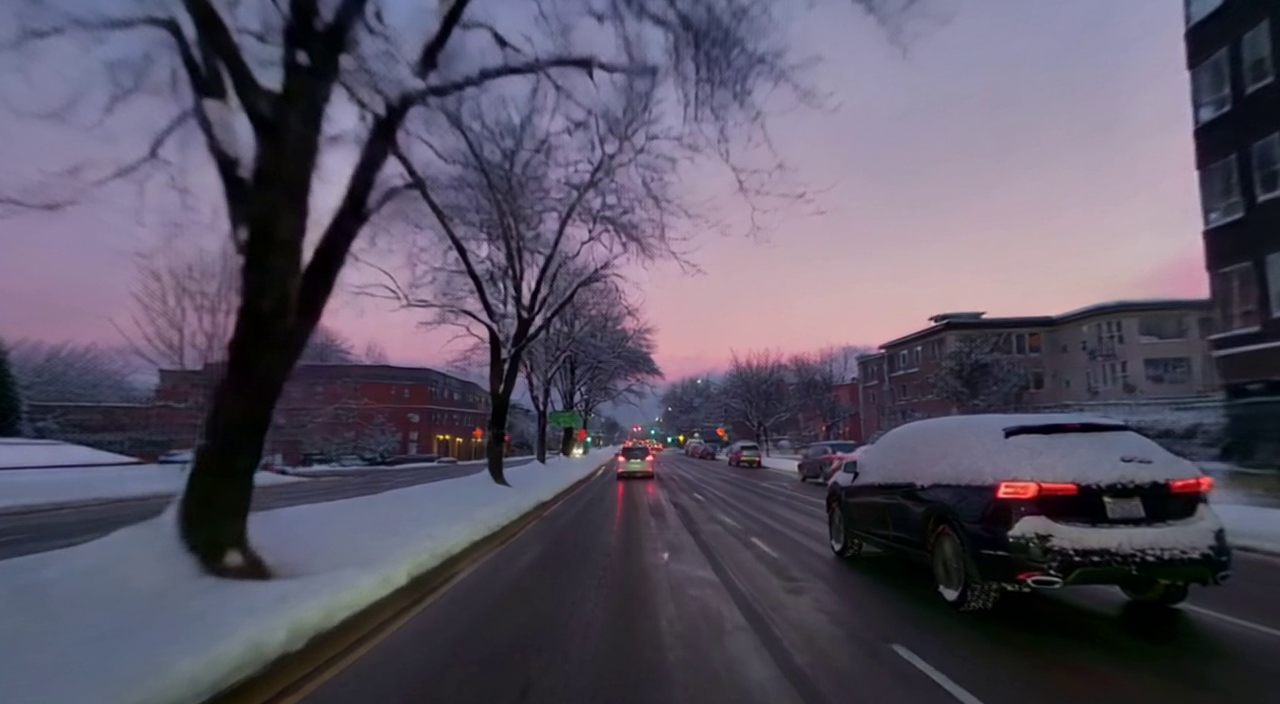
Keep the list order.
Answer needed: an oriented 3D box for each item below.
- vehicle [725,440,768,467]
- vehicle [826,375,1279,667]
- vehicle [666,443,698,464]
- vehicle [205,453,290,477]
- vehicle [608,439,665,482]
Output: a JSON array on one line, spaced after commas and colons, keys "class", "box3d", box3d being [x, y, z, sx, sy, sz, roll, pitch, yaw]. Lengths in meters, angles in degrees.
[{"class": "vehicle", "box3d": [7.336, 7.027, 43.828, 2.115, 1.739, 4.528, 0, -9, -1]}, {"class": "vehicle", "box3d": [3.372, 1.305, 5.860, 1.949, 1.723, 4.020, 0, -9, -1]}, {"class": "vehicle", "box3d": [3.053, 7.445, 46.518, 1.910, 1.474, 4.003, 0, -9, -2]}, {"class": "vehicle", "box3d": [-27.927, 8.052, 45.082, 4.732, 1.497, 2.077, -2, -9, 3]}, {"class": "vehicle", "box3d": [-0.124, 4.127, 24.188, 2.006, 1.487, 3.535, -1, -9, 0]}]
